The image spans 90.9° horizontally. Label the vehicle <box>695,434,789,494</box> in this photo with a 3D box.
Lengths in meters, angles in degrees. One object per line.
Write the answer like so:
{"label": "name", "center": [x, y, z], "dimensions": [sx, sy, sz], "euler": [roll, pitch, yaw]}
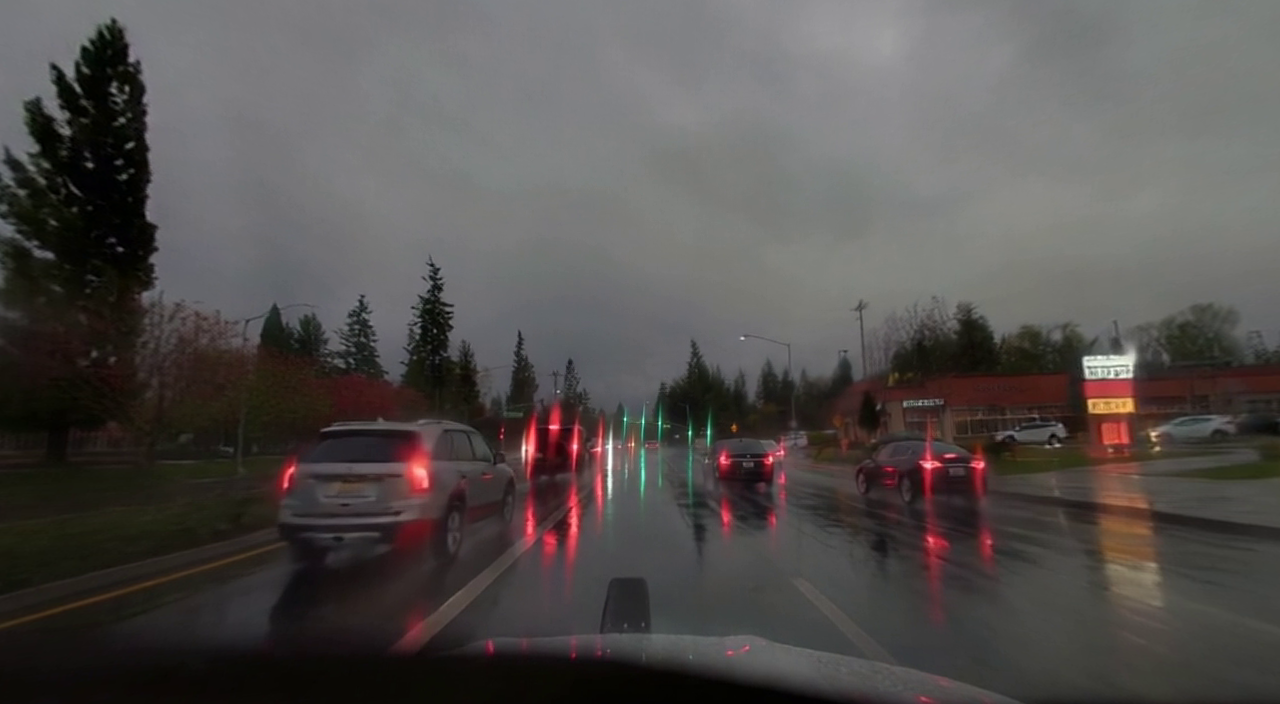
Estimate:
{"label": "vehicle", "center": [2.817, 3.207, 18.374], "dimensions": [2.004, 1.512, 4.206], "euler": [0, -9, 0]}

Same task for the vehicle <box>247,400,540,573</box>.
{"label": "vehicle", "center": [-2.829, 1.676, 8.587], "dimensions": [2.141, 1.719, 4.379], "euler": [0, -9, 1]}

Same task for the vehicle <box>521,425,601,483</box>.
{"label": "vehicle", "center": [-2.605, 3.508, 21.869], "dimensions": [2.117, 1.799, 4.442], "euler": [0, -9, 1]}

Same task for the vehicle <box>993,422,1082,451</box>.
{"label": "vehicle", "center": [29.820, 6.387, 47.437], "dimensions": [2.209, 1.864, 5.044], "euler": [2, -11, -28]}

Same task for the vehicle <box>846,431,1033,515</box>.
{"label": "vehicle", "center": [6.373, 2.618, 14.188], "dimensions": [1.881, 1.540, 4.750], "euler": [0, -9, 0]}

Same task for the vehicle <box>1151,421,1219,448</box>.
{"label": "vehicle", "center": [30.977, 4.749, 35.966], "dimensions": [1.787, 1.423, 4.347], "euler": [-4, -10, 26]}

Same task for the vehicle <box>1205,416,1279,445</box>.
{"label": "vehicle", "center": [33.922, 4.440, 35.399], "dimensions": [1.983, 1.520, 4.391], "euler": [-3, -9, 25]}
